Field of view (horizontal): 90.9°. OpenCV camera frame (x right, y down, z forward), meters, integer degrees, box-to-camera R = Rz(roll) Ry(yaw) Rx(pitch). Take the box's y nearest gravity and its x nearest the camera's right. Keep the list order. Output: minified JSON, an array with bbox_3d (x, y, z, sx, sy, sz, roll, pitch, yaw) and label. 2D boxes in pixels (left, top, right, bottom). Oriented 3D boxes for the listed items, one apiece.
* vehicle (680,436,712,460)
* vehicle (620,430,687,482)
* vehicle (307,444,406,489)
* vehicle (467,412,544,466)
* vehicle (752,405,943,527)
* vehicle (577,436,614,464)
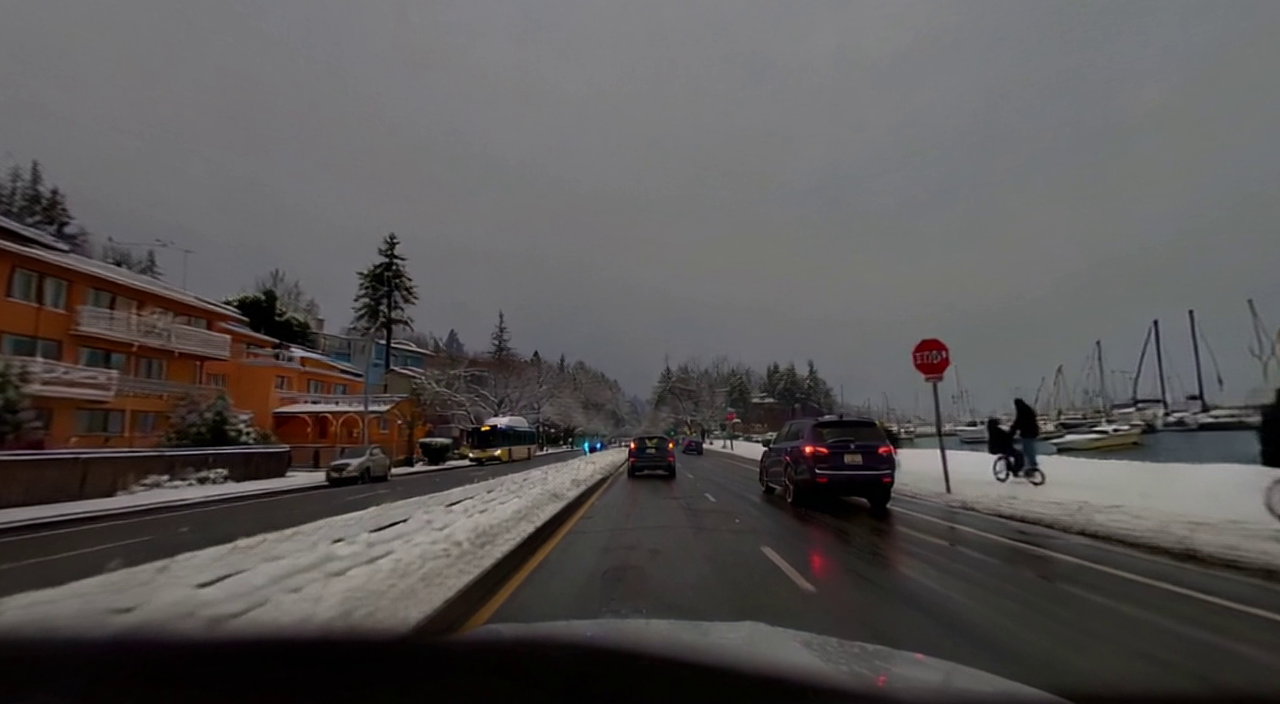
[{"bbox_3d":[4.001,6.935,45.662,1.876,1.626,3.851,0,-8,-1],"label":"vehicle"},{"bbox_3d":[0.430,3.636,22.198,2.132,1.632,3.838,0,-8,0],"label":"vehicle"},{"bbox_3d":[-10.349,4.186,23.360,1.731,1.489,3.841,-1,-8,3],"label":"vehicle"},{"bbox_3d":[-9.410,6.293,45.435,2.995,3.421,9.259,-1,-8,3],"label":"vehicle"},{"bbox_3d":[3.495,2.032,11.688,2.000,1.809,4.405,0,-8,0],"label":"vehicle"},{"bbox_3d":[-2.762,6.178,40.007,1.929,1.648,4.114,-1,-8,2],"label":"vehicle"}]
